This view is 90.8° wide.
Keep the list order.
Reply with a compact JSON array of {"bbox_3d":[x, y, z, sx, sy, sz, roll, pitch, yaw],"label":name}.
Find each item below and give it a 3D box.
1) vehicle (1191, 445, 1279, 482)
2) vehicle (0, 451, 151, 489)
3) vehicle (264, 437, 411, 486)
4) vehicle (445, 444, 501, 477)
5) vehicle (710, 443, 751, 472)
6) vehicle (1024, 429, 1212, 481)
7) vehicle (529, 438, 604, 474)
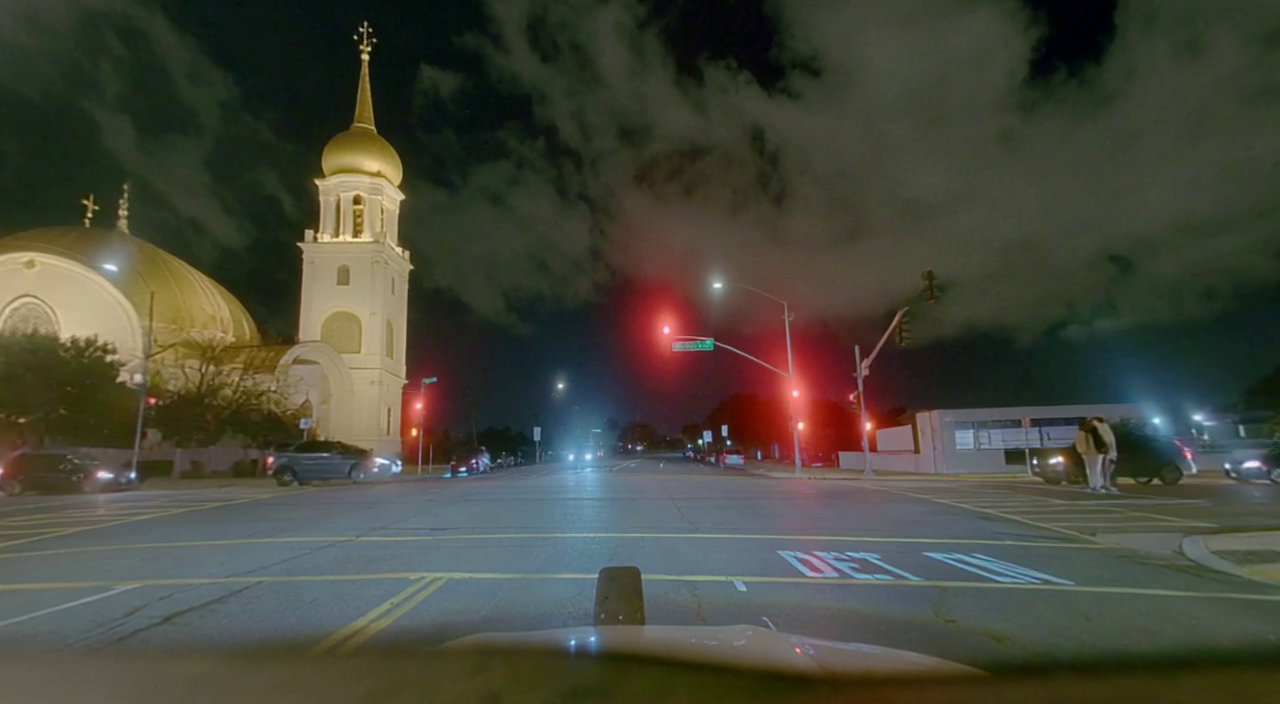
[{"bbox_3d":[26.402,4.674,26.642,4.561,1.475,1.850,0,-8,0],"label":"vehicle"},{"bbox_3d":[-23.338,4.877,26.245,4.479,1.476,1.873,0,-8,2],"label":"vehicle"},{"bbox_3d":[-11.380,4.137,24.084,4.567,1.724,2.051,1,-9,-9],"label":"vehicle"},{"bbox_3d":[-10.181,6.612,38.942,2.076,1.876,4.669,0,-8,1],"label":"vehicle"},{"bbox_3d":[5.880,6.859,41.482,1.969,1.776,4.329,0,-8,-2],"label":"vehicle"},{"bbox_3d":[19.897,4.315,26.553,5.852,2.057,2.361,0,-8,1],"label":"vehicle"},{"bbox_3d":[-3.649,5.298,32.402,2.223,1.692,4.688,-2,-9,15],"label":"vehicle"}]
